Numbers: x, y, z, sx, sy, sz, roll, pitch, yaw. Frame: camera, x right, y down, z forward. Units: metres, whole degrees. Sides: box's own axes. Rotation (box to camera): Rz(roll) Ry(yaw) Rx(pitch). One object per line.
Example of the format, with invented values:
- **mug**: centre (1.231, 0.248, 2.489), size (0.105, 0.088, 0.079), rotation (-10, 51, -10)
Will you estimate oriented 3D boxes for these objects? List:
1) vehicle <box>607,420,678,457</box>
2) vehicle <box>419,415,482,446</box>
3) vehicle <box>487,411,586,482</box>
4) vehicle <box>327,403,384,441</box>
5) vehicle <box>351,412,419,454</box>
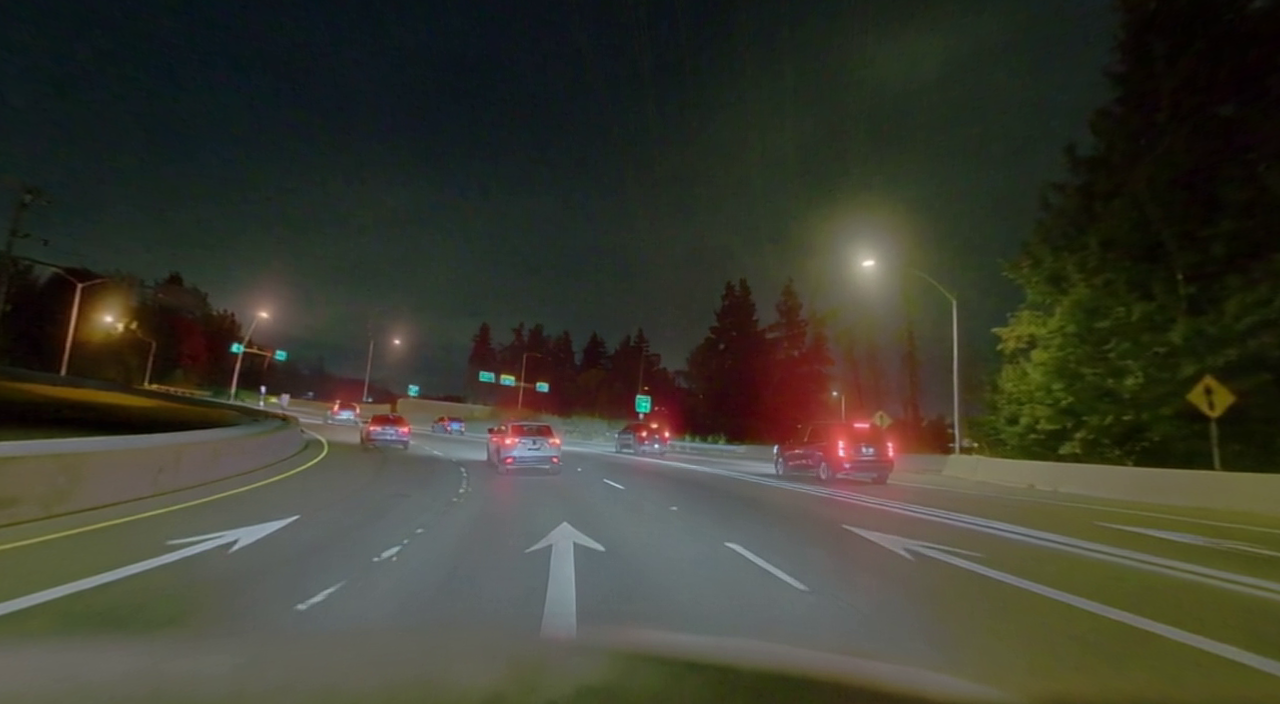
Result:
- **vehicle**: centre (0.041, 4.701, 33.987), size (2.079, 1.807, 4.682), rotation (4, -9, -24)
- **vehicle**: centre (-9.832, 4.104, 32.435), size (1.832, 1.473, 4.364), rotation (6, -10, -33)
- **vehicle**: centre (-3.048, 2.657, 17.798), size (2.140, 1.724, 4.304), rotation (3, -9, -17)
- **vehicle**: centre (-14.564, 3.644, 32.198), size (2.076, 1.747, 4.285), rotation (5, -10, -30)
- **vehicle**: centre (-10.105, 3.227, 24.763), size (2.033, 1.501, 4.623), rotation (4, -9, -26)
